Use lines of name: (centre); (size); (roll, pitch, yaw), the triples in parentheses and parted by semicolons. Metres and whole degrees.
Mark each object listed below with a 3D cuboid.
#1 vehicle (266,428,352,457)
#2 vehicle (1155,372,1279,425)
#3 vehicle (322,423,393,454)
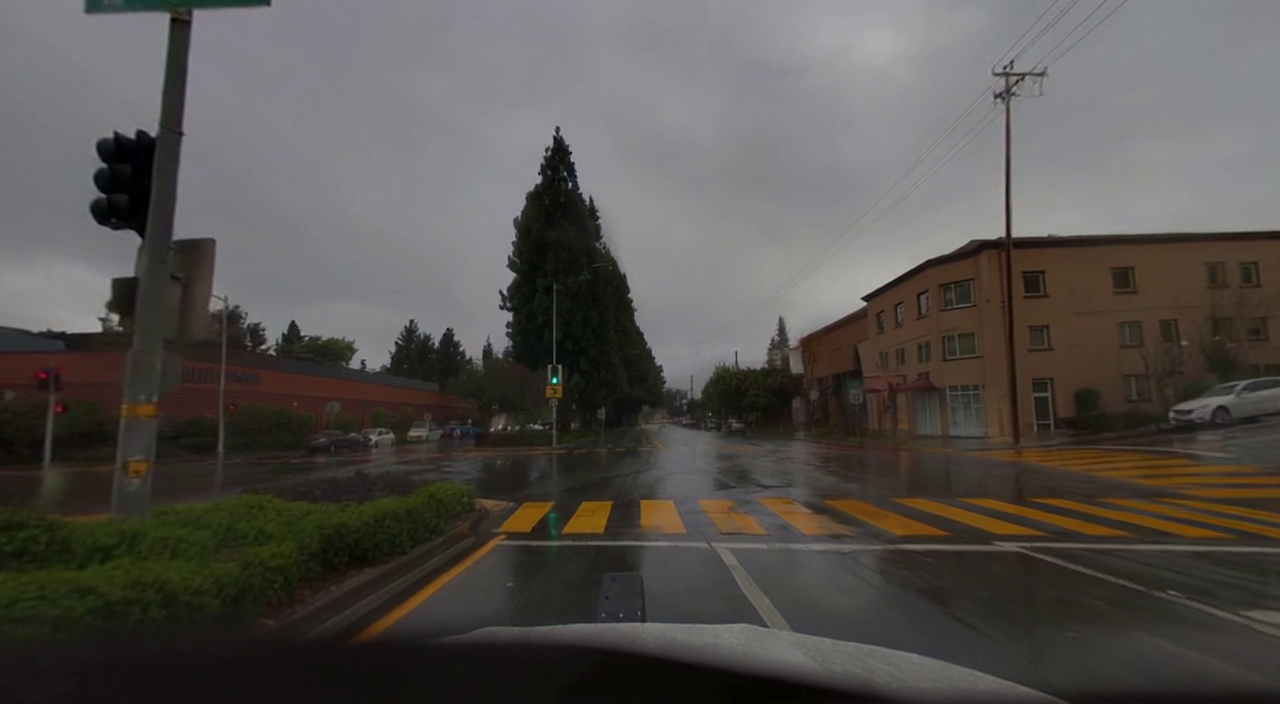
vehicle: (-18.104, 5.025, 34.897); (1.939, 1.430, 5.533); (0, -9, -2)
vehicle: (22.328, 1.703, 23.677); (4.531, 1.753, 1.964); (-2, -2, -5)
vehicle: (-18.313, 5.701, 41.231); (2.225, 1.871, 5.189); (0, -9, 0)
